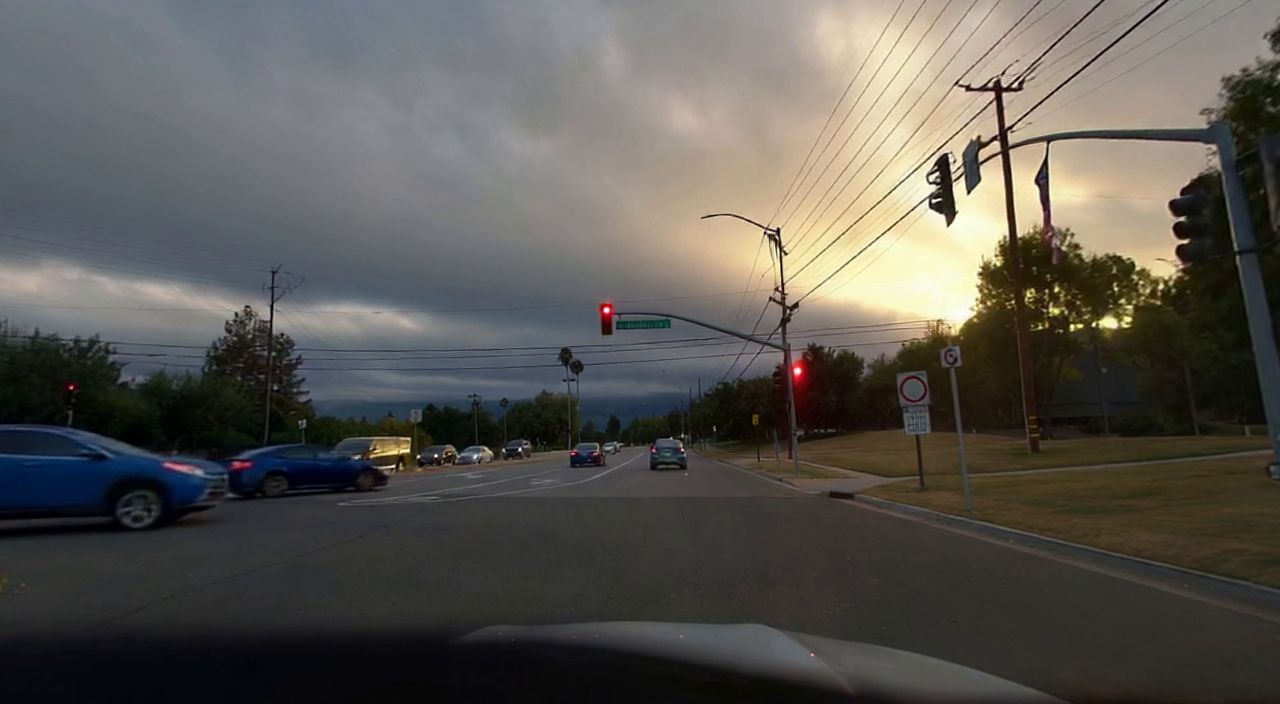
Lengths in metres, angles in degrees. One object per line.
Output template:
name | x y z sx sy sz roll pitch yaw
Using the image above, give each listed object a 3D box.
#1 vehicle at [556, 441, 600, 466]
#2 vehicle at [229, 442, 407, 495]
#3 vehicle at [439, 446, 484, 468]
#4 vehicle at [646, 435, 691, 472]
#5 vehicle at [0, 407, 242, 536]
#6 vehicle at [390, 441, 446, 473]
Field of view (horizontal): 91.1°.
vehicle | -3.874 6.500 40.267 1.904 1.482 4.603 -1 -8 6
vehicle | -9.919 3.567 19.662 1.846 1.446 4.531 -8 -11 40
vehicle | -12.685 7.477 44.937 1.841 1.477 4.485 -1 -8 1
vehicle | 1.516 5.090 31.652 2.051 1.666 4.607 -1 -9 5
vehicle | -10.475 2.009 10.806 5.930 1.986 2.137 5 -10 -30
vehicle | -13.228 6.299 37.626 1.772 1.647 4.221 -4 -9 0
